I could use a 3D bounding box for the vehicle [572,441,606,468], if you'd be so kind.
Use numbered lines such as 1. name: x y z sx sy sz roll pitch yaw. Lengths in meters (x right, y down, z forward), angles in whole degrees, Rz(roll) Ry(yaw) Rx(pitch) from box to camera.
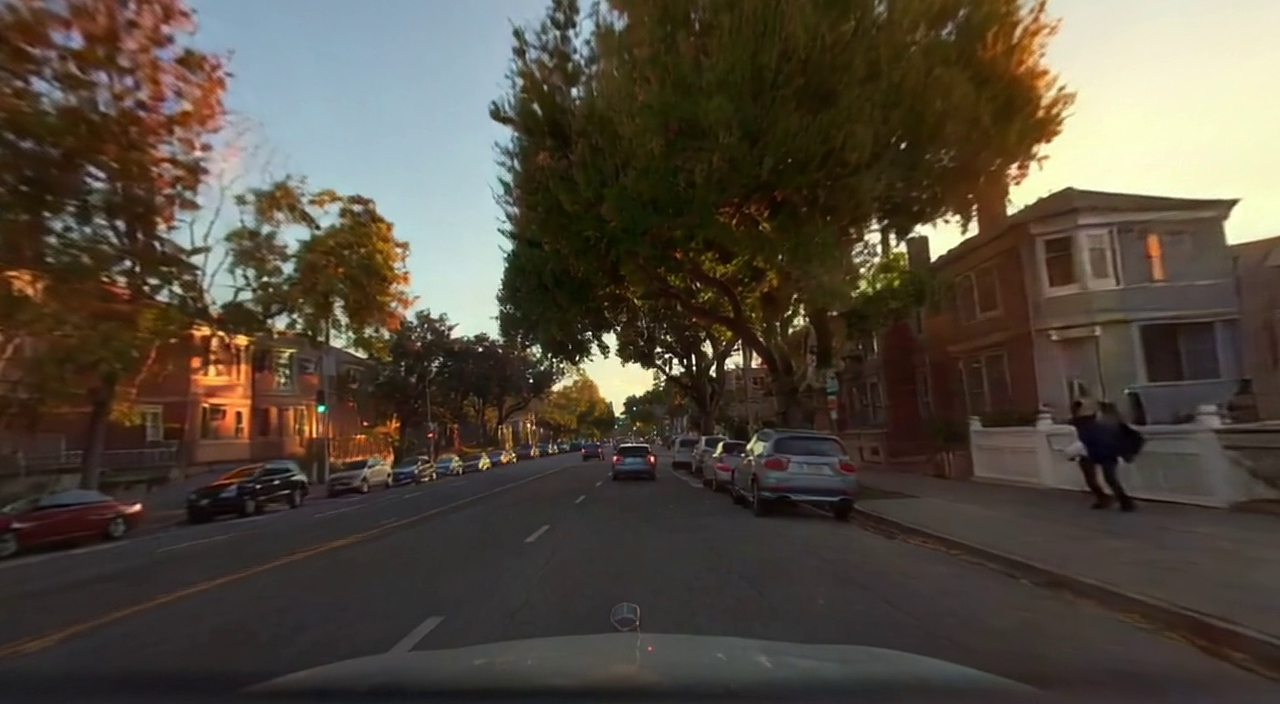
1. vehicle: -3.532 7.155 44.115 1.983 1.841 4.013 0 -8 0

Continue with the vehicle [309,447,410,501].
1. vehicle: -12.192 5.278 27.819 2.210 2.148 4.849 0 -8 0

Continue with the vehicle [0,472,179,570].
1. vehicle: -11.903 3.265 12.652 1.913 1.475 4.372 0 -8 0

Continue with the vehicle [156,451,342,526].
1. vehicle: -12.062 4.178 20.149 2.109 1.941 6.025 0 -8 0

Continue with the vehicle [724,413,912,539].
1. vehicle: 2.745 2.042 10.939 1.969 1.725 4.387 0 -8 0

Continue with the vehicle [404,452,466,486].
1. vehicle: -12.120 6.931 37.516 2.026 1.791 4.909 0 -8 0

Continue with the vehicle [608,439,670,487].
1. vehicle: -0.040 3.886 22.384 1.998 1.518 4.015 0 -8 0
